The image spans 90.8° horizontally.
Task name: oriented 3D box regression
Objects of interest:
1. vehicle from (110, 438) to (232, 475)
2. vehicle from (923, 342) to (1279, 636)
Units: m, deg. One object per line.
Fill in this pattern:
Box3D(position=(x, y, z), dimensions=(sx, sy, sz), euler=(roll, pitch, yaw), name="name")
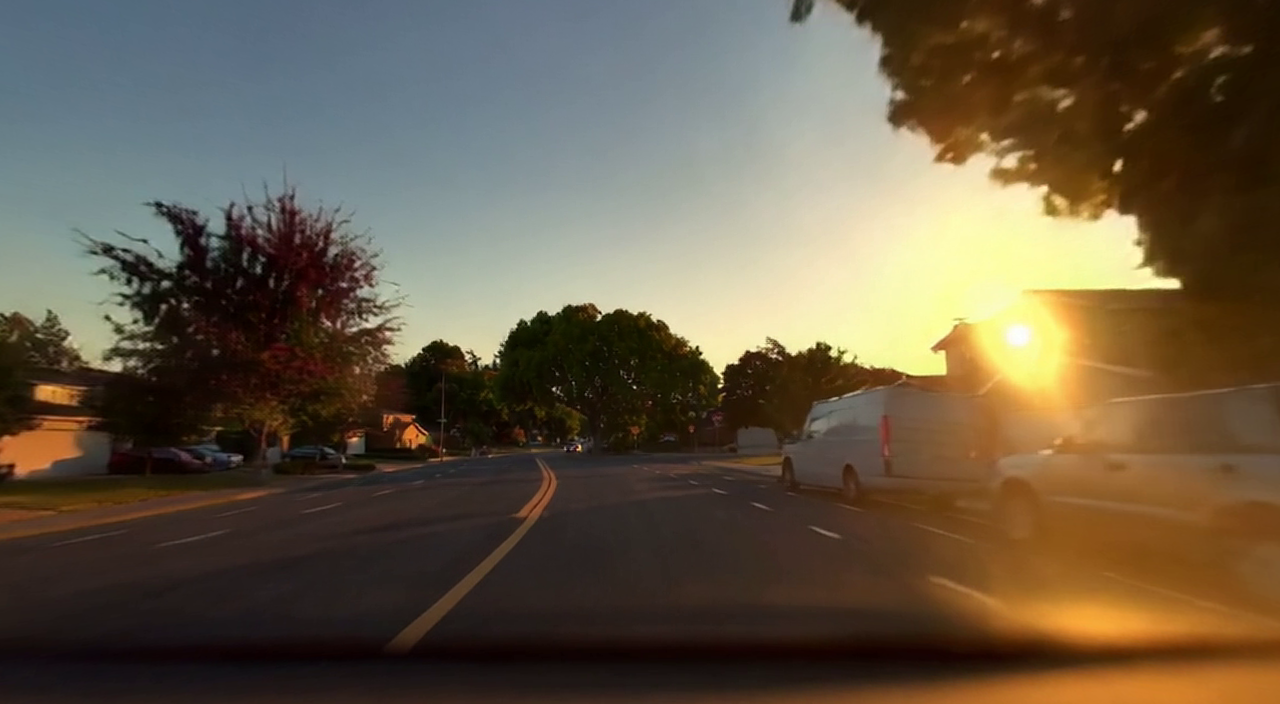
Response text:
Box3D(position=(-25.998, 5.785, 35.222), dimensions=(4.975, 1.847, 2.096), euler=(0, -8, -13), name="vehicle")
Box3D(position=(5.894, 1.265, 6.593), dimensions=(2.670, 2.085, 6.775), euler=(0, -8, -1), name="vehicle")
